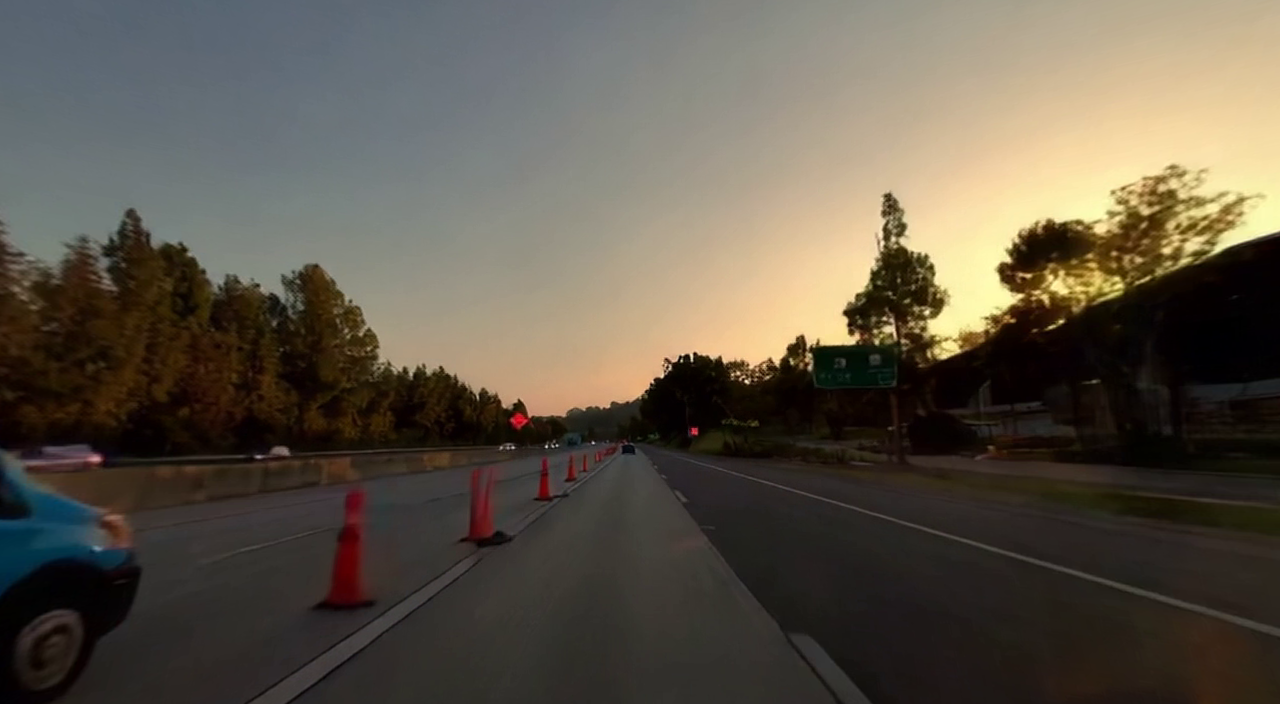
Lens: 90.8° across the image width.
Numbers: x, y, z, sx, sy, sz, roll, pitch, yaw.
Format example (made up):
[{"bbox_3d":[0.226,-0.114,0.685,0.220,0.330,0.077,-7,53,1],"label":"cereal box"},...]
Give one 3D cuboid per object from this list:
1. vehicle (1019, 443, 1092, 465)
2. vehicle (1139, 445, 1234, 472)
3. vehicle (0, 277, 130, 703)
[{"bbox_3d":[29.638,7.282,45.094,3.810,1.500,1.922,0,-8,0],"label":"vehicle"},{"bbox_3d":[30.008,5.860,34.745,3.595,1.393,1.803,0,-8,-2],"label":"vehicle"},{"bbox_3d":[-3.686,0.434,0.969,2.046,1.982,4.465,0,-9,-1],"label":"vehicle"}]
